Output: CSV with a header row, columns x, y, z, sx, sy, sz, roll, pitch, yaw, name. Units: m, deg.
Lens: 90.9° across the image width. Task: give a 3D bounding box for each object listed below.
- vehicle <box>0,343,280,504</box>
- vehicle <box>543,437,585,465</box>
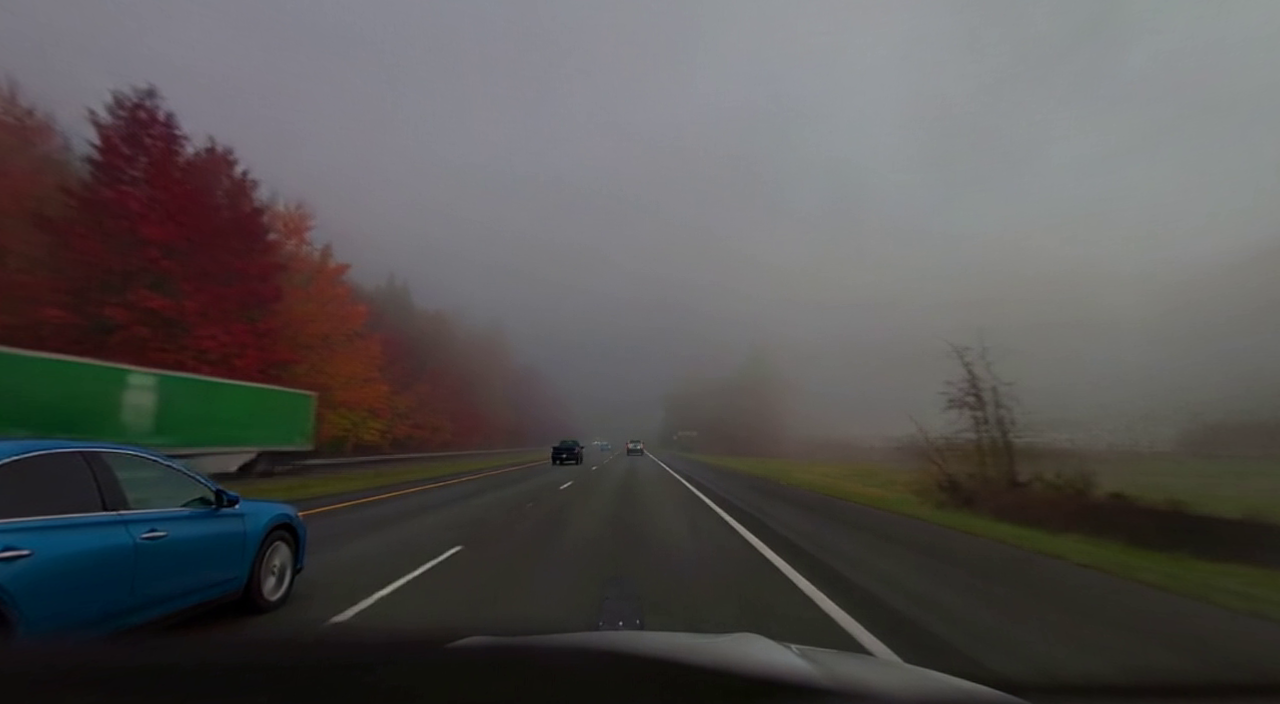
x,y,z,sx,sy,sz,roll,pitch,yaw,name
-17.089,2.467,20.287,2.878,3.898,13.768,0,-8,0,vehicle
-4.537,5.982,38.089,2.002,1.553,4.247,0,-8,0,vehicle
